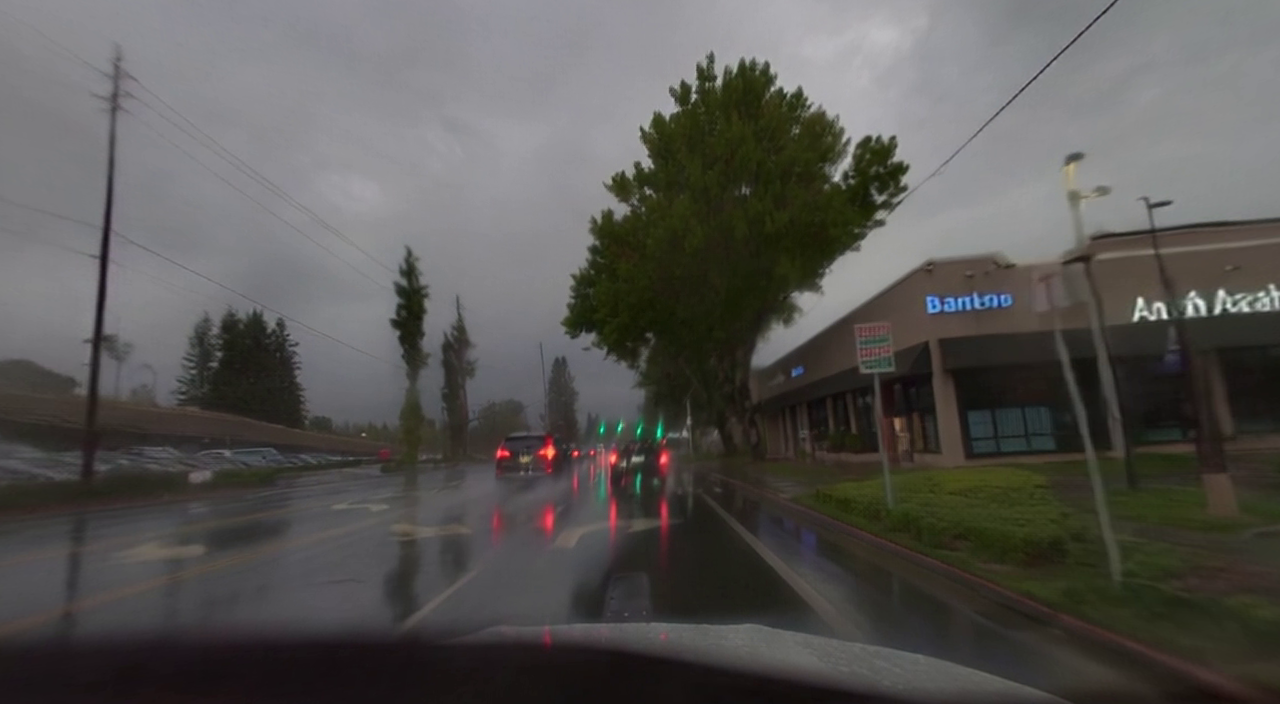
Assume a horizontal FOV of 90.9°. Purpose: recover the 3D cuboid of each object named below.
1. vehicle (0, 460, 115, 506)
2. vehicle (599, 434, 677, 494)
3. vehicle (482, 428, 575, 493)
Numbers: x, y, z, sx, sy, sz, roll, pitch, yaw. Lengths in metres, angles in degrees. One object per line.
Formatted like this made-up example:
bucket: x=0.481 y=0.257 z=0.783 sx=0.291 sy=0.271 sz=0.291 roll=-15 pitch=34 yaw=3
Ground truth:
vehicle: x=-23.328 y=4.990 z=24.359 sx=1.862 sy=1.468 sz=4.708 roll=0 pitch=-8 yaw=3
vehicle: x=-0.056 y=3.358 z=19.248 sx=2.108 sy=1.612 sz=4.246 roll=0 pitch=-8 yaw=0
vehicle: x=-3.498 y=3.524 z=20.950 sx=2.064 sy=1.859 sz=5.154 roll=0 pitch=-8 yaw=1
